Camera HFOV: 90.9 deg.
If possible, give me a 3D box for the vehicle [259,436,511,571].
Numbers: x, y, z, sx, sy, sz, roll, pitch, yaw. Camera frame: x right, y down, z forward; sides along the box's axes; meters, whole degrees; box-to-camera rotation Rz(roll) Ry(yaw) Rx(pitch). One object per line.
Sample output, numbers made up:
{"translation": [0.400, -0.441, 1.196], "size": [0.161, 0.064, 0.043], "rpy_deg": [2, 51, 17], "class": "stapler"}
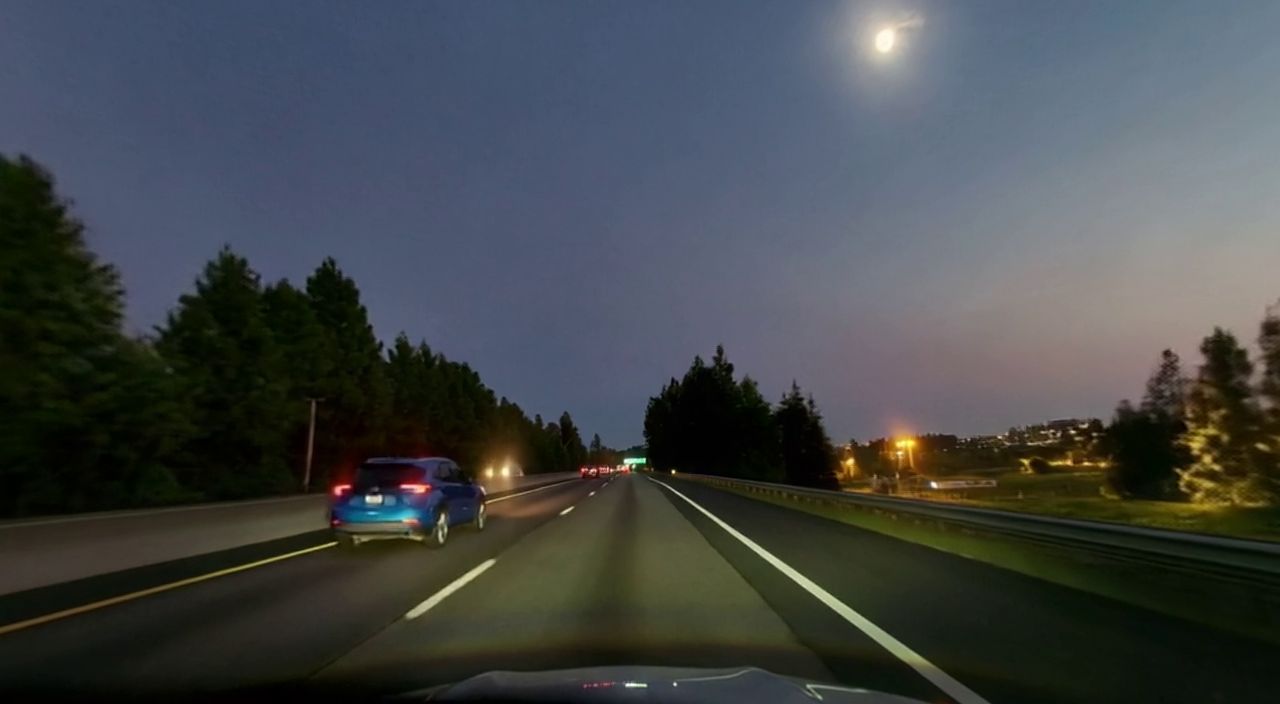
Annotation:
{"translation": [-3.714, 2.355, 10.389], "size": [2.123, 1.666, 4.709], "rpy_deg": [1, -10, 0], "class": "vehicle"}
